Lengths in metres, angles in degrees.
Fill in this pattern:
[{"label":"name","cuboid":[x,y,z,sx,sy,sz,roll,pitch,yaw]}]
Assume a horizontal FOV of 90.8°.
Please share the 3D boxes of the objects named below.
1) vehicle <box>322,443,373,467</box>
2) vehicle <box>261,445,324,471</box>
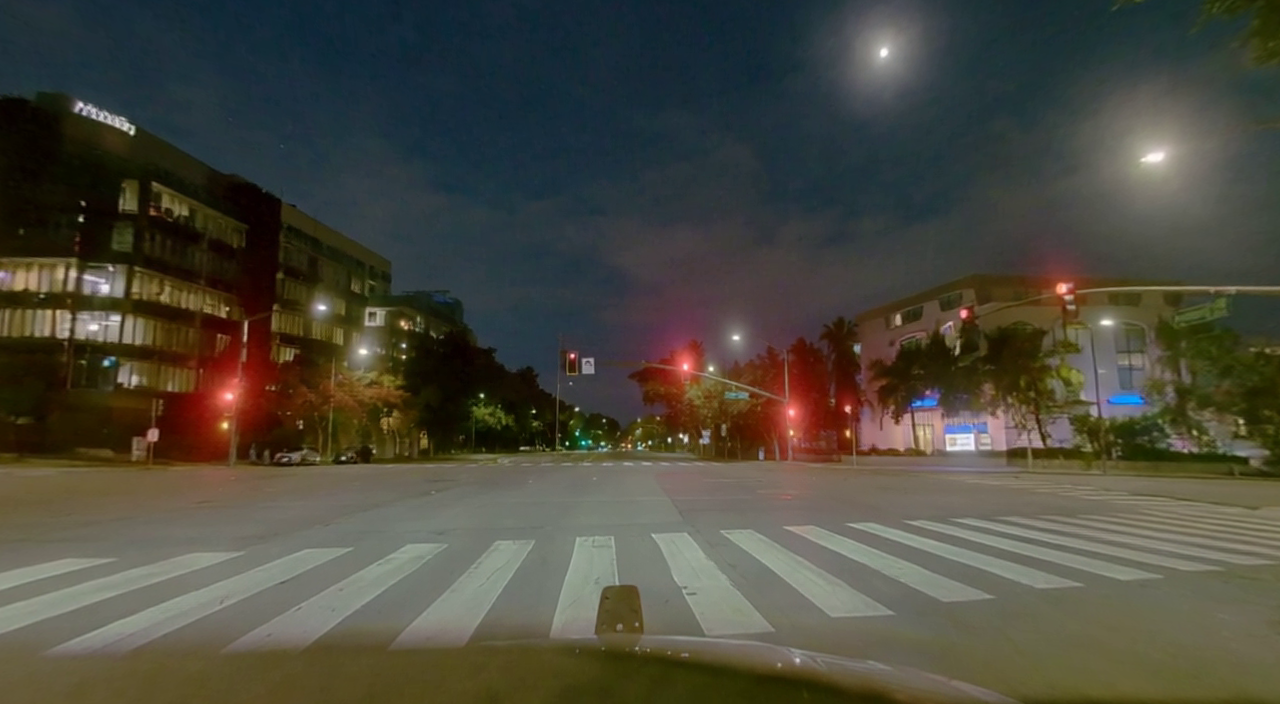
[{"label":"vehicle","cuboid":[-22.398,7.912,48.601,2.023,1.706,4.756,1,-8,-6]},{"label":"vehicle","cuboid":[-21.837,6.660,39.869,2.005,1.496,4.020,1,-8,-7]}]
